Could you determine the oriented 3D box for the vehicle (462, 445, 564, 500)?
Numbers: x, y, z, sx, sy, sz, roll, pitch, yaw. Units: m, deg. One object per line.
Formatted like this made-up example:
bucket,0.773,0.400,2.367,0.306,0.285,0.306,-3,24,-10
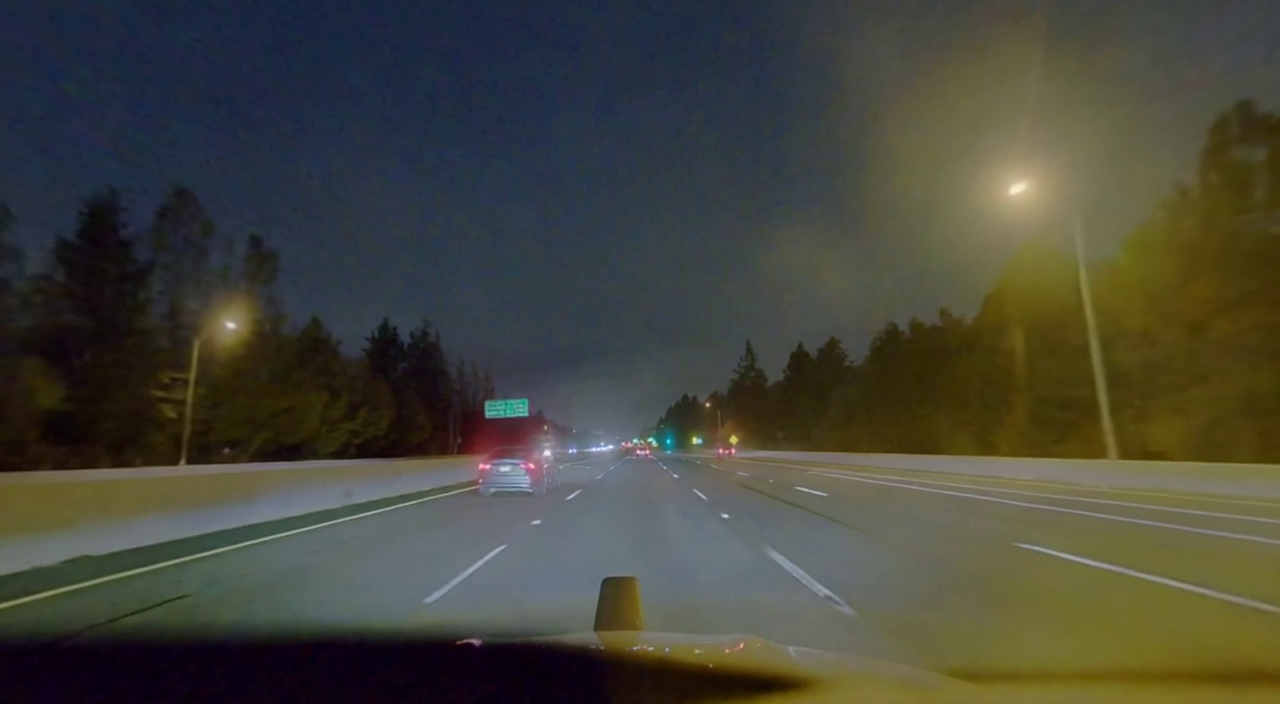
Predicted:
vehicle,-3.797,3.704,19.762,2.162,1.493,4.583,0,-9,1
